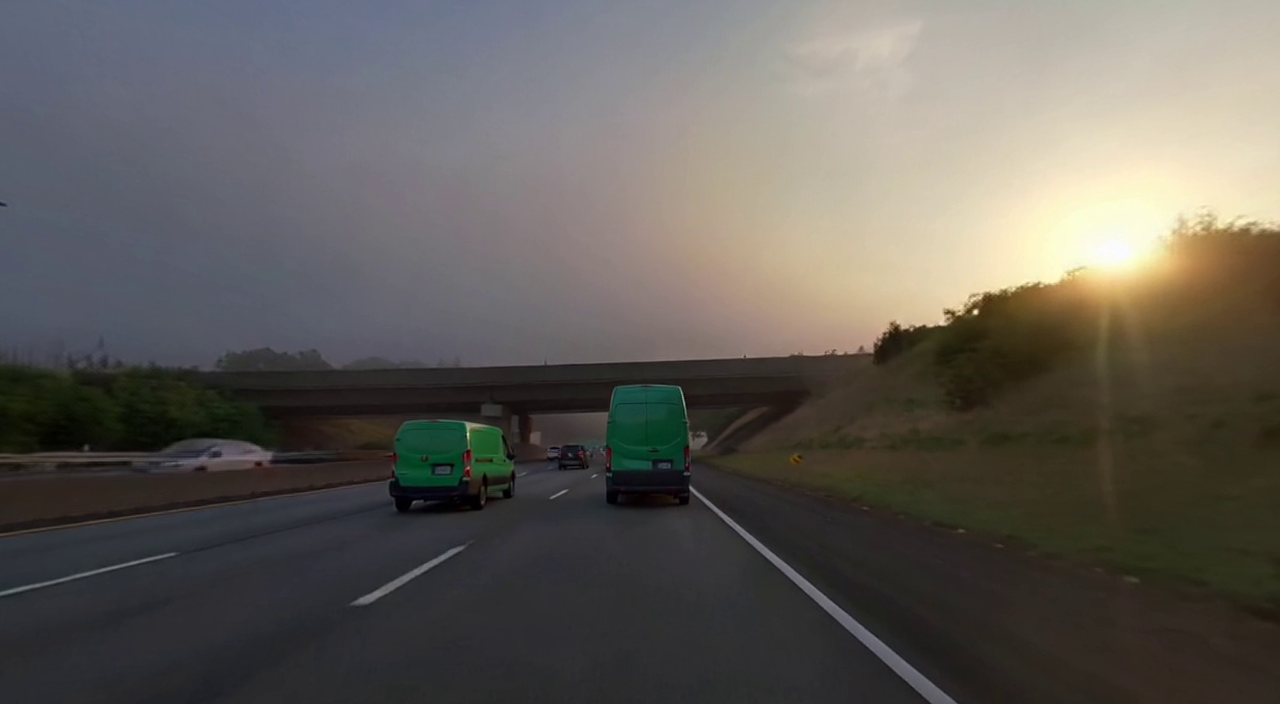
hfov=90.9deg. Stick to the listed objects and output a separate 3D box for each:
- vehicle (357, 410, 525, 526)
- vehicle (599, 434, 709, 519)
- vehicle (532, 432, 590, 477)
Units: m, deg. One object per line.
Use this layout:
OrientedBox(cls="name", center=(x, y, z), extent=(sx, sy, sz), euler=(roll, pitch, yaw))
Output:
OrientedBox(cls="vehicle", center=(-3.639, 2.211, 12.397), extent=(1.951, 1.882, 3.979), euler=(0, -9, 0))
OrientedBox(cls="vehicle", center=(0.239, 2.522, 13.147), extent=(1.991, 1.507, 3.391), euler=(0, -9, 0))
OrientedBox(cls="vehicle", center=(-3.474, 4.636, 28.560), extent=(2.068, 1.862, 4.234), euler=(0, -9, 0))
